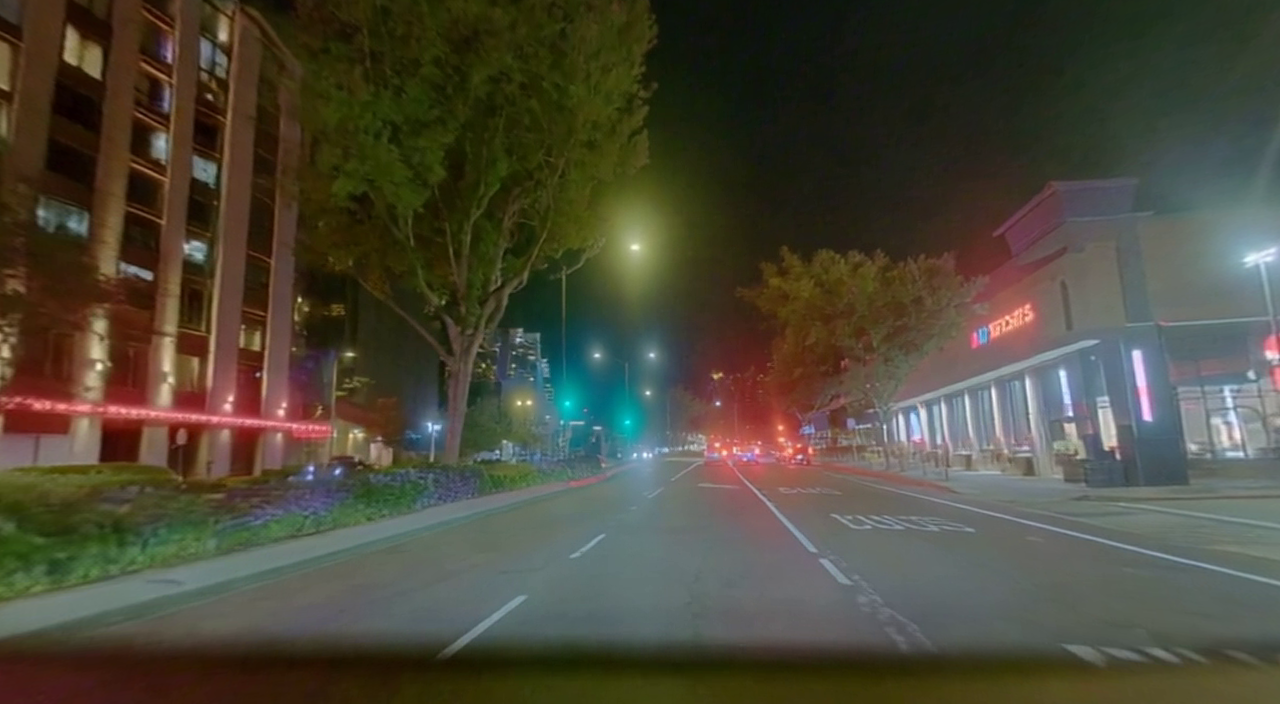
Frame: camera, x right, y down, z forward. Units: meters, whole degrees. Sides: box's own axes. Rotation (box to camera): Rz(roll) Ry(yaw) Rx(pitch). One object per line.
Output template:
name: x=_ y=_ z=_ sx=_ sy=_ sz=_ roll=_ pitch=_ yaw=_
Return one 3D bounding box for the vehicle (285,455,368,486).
vehicle: x=-16.888 y=6.404 z=34.335 sx=1.840 sy=1.440 sz=4.442 roll=-3 pitch=-9 yaw=7
